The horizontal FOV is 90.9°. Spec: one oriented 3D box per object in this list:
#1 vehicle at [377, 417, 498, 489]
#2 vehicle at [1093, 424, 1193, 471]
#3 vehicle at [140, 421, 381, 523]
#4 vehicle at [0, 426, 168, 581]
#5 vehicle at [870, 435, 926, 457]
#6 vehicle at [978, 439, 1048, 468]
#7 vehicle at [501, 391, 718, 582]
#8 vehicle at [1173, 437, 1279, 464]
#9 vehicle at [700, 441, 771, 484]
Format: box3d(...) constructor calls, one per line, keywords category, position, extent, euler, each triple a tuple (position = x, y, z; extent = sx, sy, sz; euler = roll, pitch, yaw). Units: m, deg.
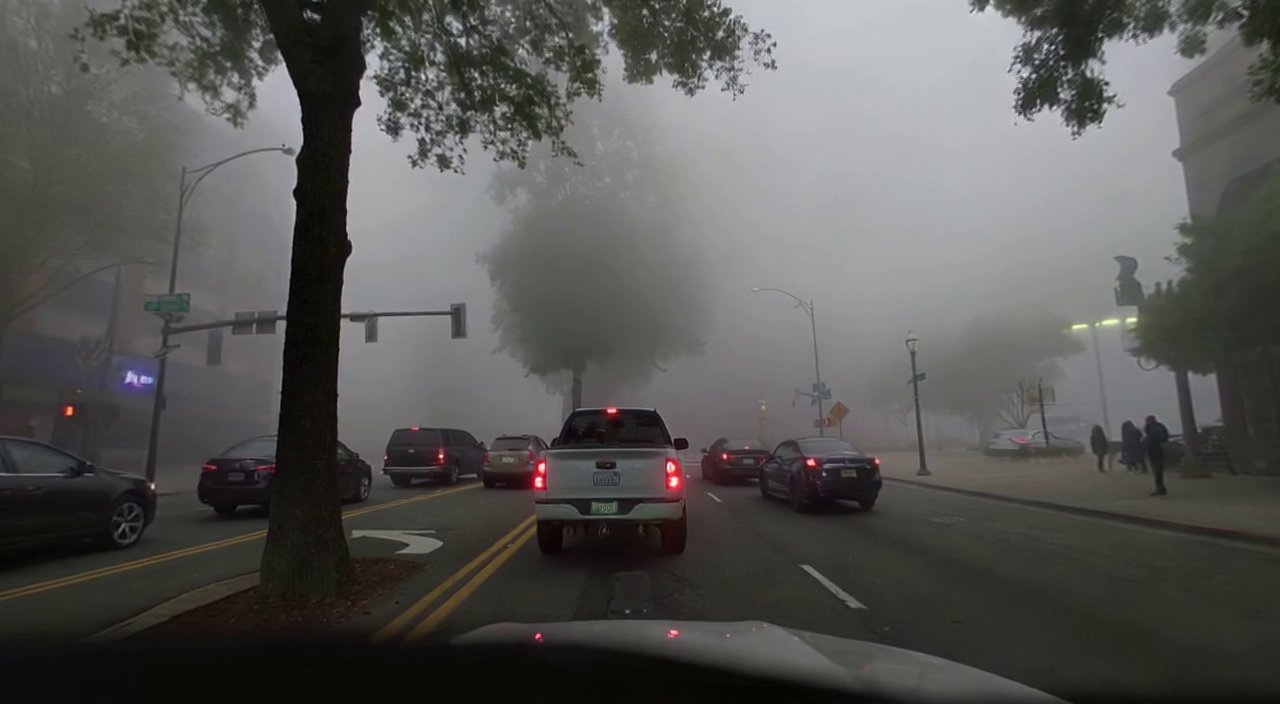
box3d(category="vehicle", position=(-6.478, 3.316, 20.842), extent=(2.496, 2.112, 4.351), euler=(0, -8, 0))
box3d(category="vehicle", position=(19.231, 3.649, 24.033), extent=(4.156, 1.622, 1.924), euler=(7, -11, -38))
box3d(category="vehicle", position=(-7.156, 2.303, 12.613), extent=(1.941, 1.655, 4.503), euler=(0, -8, 1))
box3d(category="vehicle", position=(-6.964, 1.417, 5.829), extent=(1.831, 1.451, 4.382), euler=(0, -8, -1))
box3d(category="vehicle", position=(20.096, 7.326, 49.041), extent=(4.361, 1.653, 2.034), euler=(6, -11, -37))
box3d(category="vehicle", position=(20.096, 5.436, 33.918), extent=(3.836, 1.443, 1.694), euler=(5, -10, -35))
box3d(category="vehicle", position=(-0.315, 1.603, 8.254), extent=(2.064, 1.817, 4.298), euler=(0, -8, -1))
box3d(category="vehicle", position=(29.699, 4.945, 31.672), extent=(4.176, 1.313, 1.719), euler=(0, -9, 2))
box3d(category="vehicle", position=(3.428, 4.049, 23.506), extent=(2.023, 1.441, 4.240), euler=(0, -8, 1))
